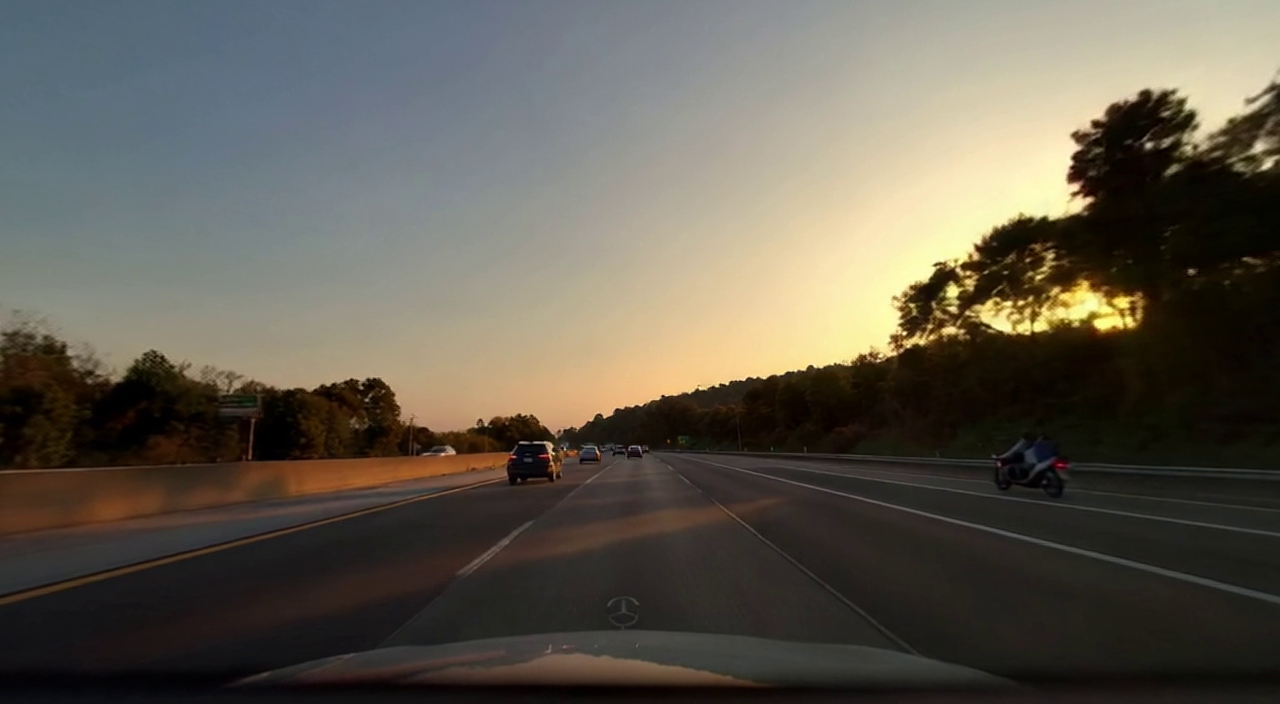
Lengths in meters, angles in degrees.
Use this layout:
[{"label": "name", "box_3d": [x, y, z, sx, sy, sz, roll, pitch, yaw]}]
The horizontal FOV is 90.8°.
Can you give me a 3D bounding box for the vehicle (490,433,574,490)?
[{"label": "vehicle", "box_3d": [-3.609, 3.771, 22.019, 2.114, 1.774, 4.427, 0, -9, 0]}]
